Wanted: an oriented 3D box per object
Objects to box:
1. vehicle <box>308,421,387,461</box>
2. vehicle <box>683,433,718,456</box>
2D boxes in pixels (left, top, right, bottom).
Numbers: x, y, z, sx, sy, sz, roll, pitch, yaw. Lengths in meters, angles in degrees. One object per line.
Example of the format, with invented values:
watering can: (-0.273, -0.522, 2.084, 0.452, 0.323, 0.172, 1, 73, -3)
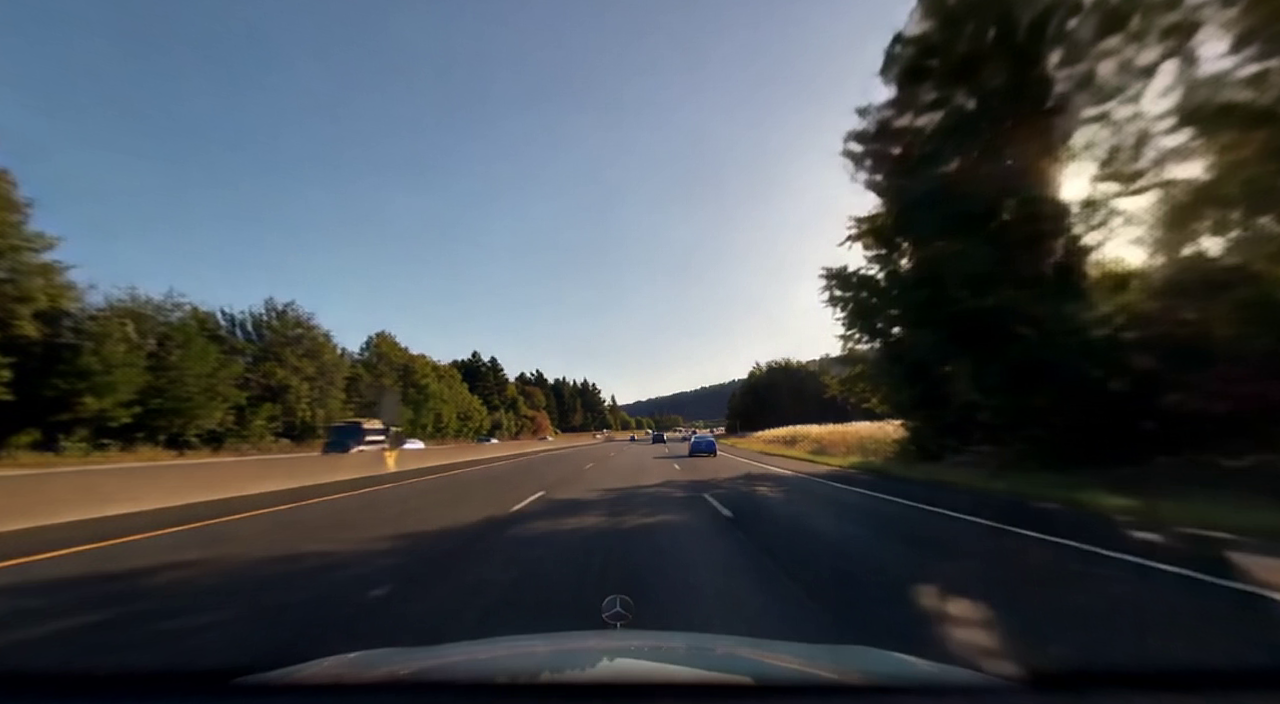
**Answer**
vehicle: (-19.967, 6.108, 43.292, 2.376, 2.574, 5.921, 0, -8, 2)
vehicle: (4.067, 6.339, 43.167, 1.982, 1.452, 4.294, 0, -8, 0)
